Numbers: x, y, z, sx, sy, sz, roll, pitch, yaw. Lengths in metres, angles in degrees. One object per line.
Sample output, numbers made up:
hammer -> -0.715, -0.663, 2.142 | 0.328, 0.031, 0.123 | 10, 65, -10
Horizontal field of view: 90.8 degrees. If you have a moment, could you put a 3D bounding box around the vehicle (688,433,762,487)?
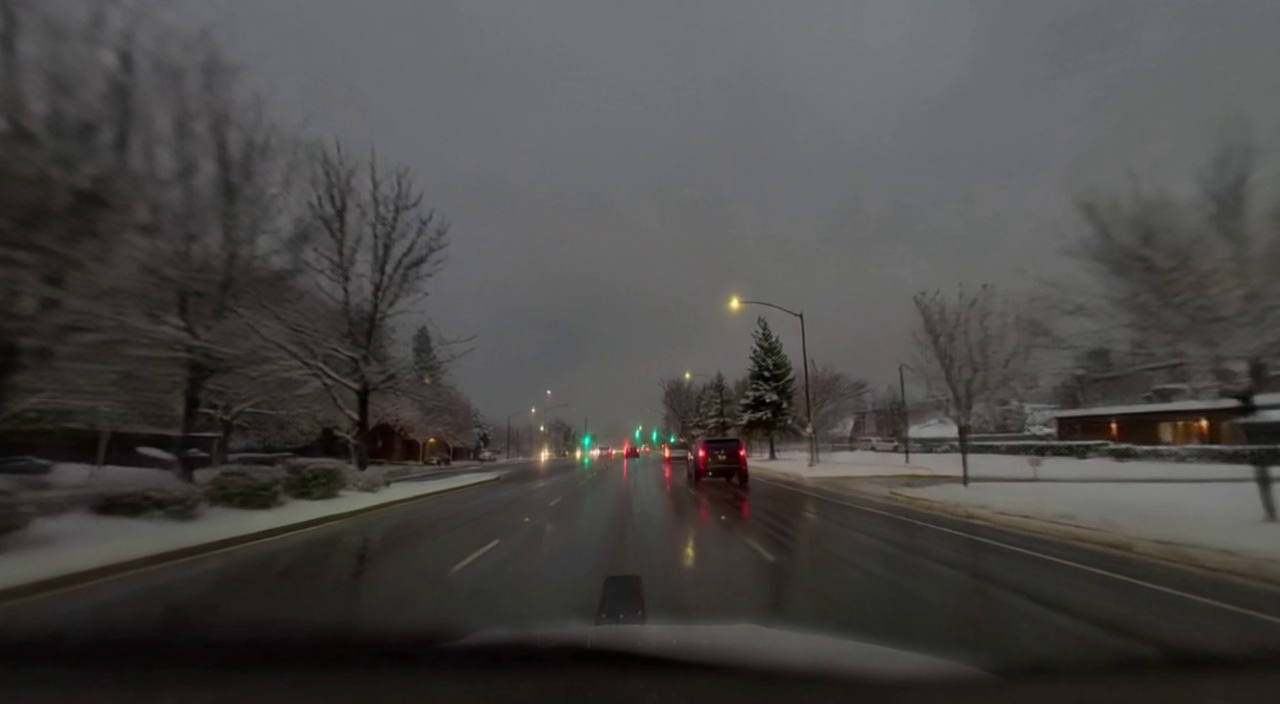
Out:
vehicle -> 3.034, 3.987, 23.592 | 2.060, 1.816, 4.343 | 0, -9, -1

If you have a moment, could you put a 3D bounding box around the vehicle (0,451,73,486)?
vehicle -> -33.269, 6.081, 33.173 | 4.932, 1.730, 1.939 | 0, -9, -2
